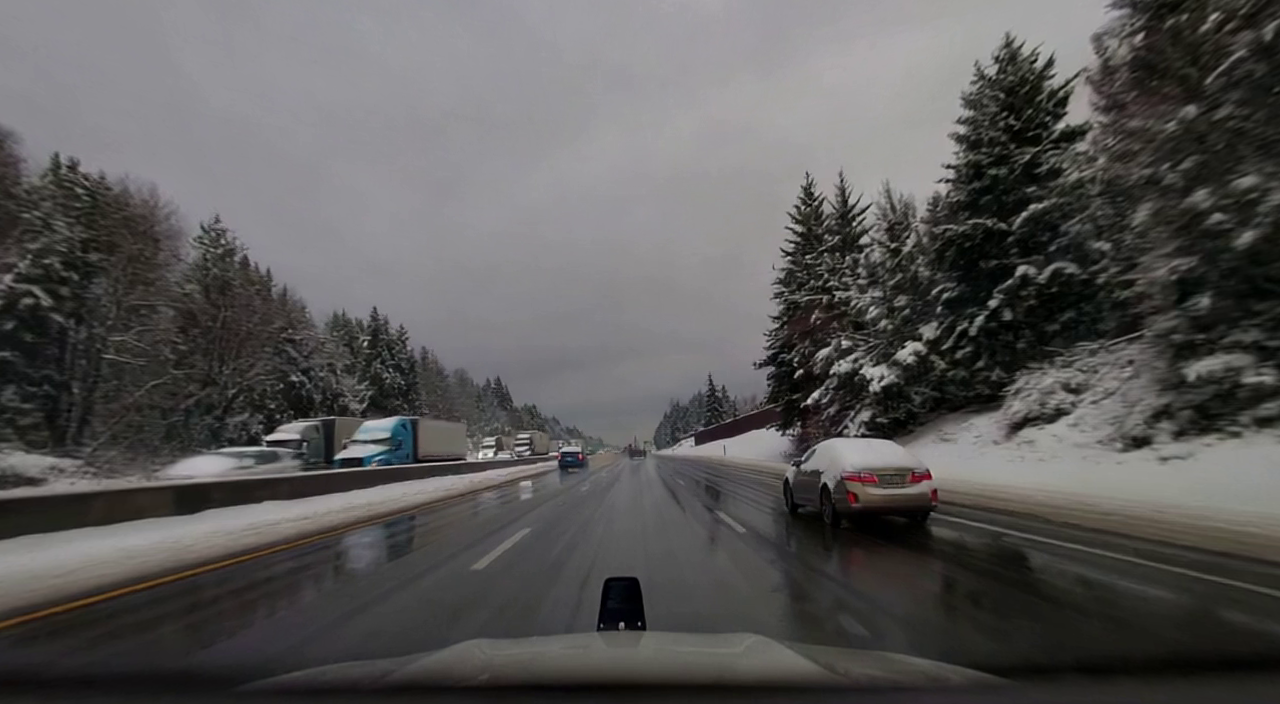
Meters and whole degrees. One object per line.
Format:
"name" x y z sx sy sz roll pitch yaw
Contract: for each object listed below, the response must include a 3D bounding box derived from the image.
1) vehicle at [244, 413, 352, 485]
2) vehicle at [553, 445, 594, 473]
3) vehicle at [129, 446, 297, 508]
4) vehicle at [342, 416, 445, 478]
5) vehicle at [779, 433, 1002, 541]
"vehicle" -20.039 5.727 37.418 3.024 3.899 5.896 0 -9 -1
"vehicle" -3.785 6.181 36.513 1.978 1.539 3.924 0 -9 0
"vehicle" -12.049 3.528 18.202 1.965 1.557 4.069 0 -9 0
"vehicle" -15.767 6.220 41.325 3.010 3.579 9.290 0 -9 0
"vehicle" 4.008 2.238 11.094 2.053 1.504 4.386 0 -9 -1
